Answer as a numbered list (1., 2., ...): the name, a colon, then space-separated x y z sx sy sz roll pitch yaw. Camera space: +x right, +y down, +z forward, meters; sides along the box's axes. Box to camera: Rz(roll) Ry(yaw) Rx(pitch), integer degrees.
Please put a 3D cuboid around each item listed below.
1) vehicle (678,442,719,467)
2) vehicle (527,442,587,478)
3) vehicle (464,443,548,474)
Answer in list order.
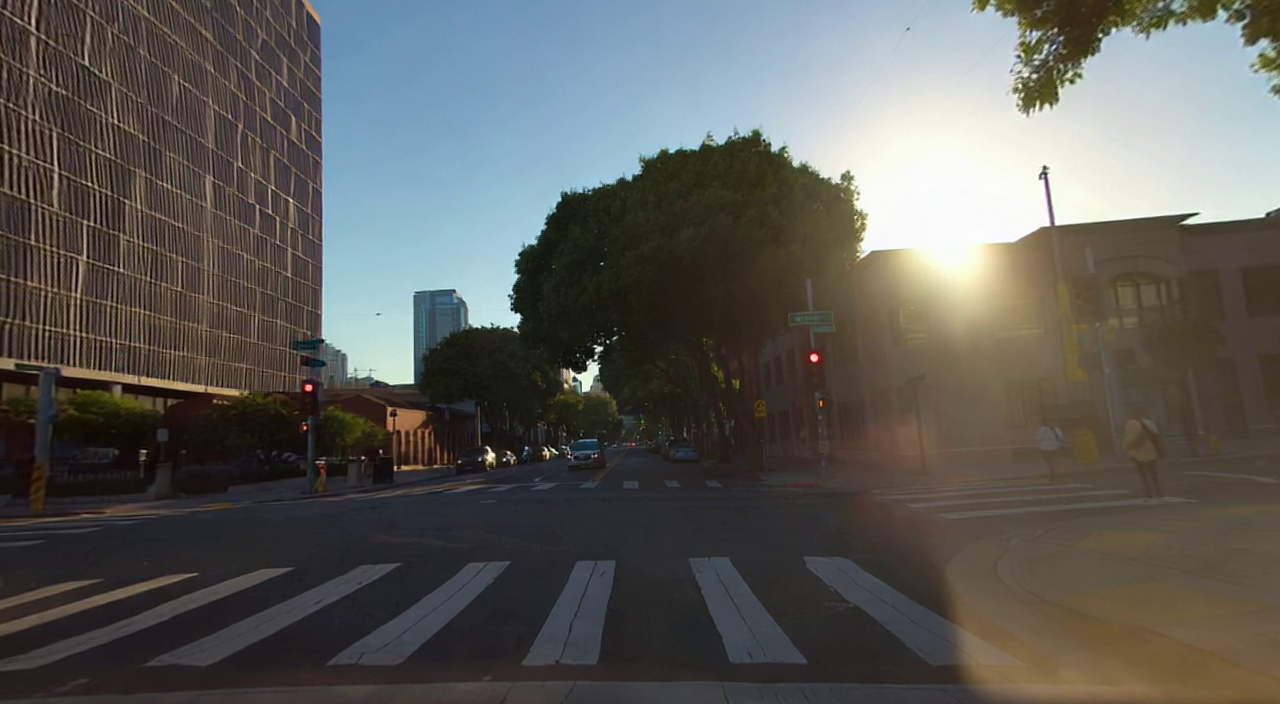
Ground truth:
1. vehicle: 3.541 6.276 38.860 1.853 1.426 4.160 1 -8 -3
2. vehicle: -3.668 4.846 28.631 1.989 1.481 4.500 0 -8 1
3. vehicle: -8.014 6.361 38.026 4.526 1.726 1.963 8 -12 -44
